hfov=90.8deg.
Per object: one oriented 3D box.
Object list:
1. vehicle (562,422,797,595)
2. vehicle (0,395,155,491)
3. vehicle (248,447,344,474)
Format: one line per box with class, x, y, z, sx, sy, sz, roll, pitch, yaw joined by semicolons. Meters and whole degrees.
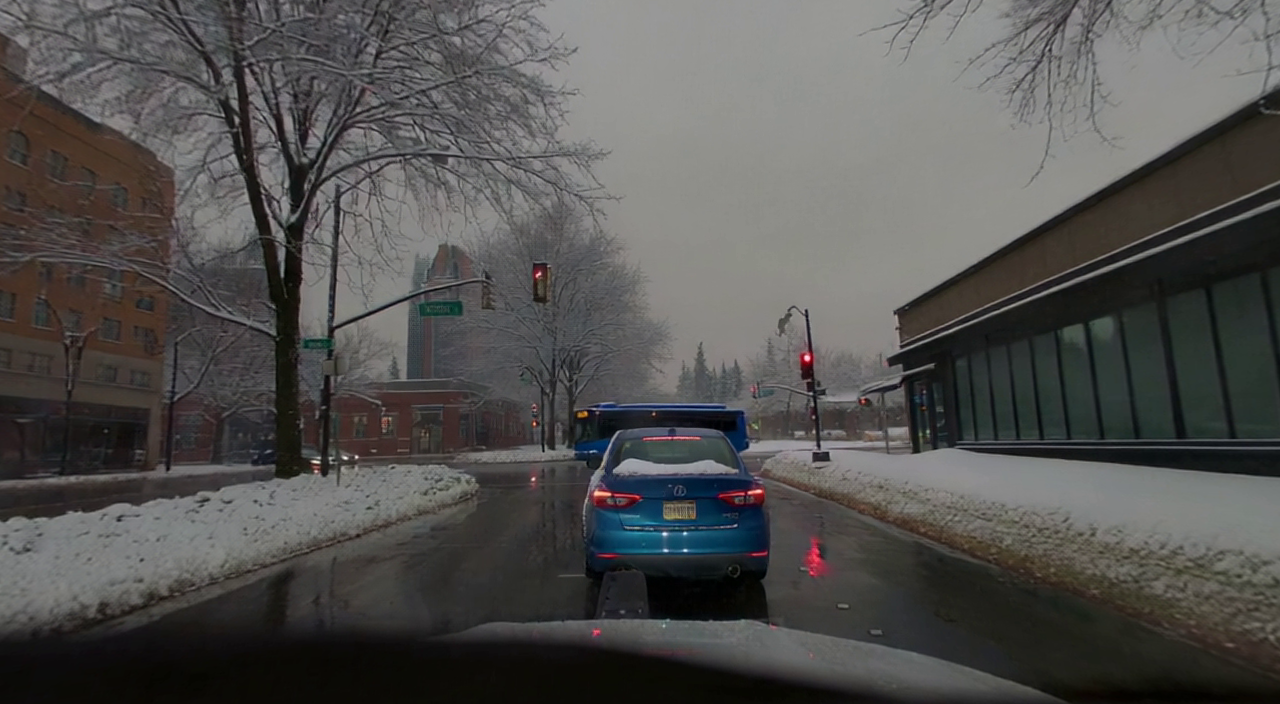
vehicle;0.372;1.629;7.392;2.006;1.470;3.799;0;-8;1
vehicle;-25.952;3.650;25.329;2.692;3.685;10.153;-3;-9;20
vehicle;-20.328;6.383;37.602;1.883;1.461;4.830;-4;-9;23
